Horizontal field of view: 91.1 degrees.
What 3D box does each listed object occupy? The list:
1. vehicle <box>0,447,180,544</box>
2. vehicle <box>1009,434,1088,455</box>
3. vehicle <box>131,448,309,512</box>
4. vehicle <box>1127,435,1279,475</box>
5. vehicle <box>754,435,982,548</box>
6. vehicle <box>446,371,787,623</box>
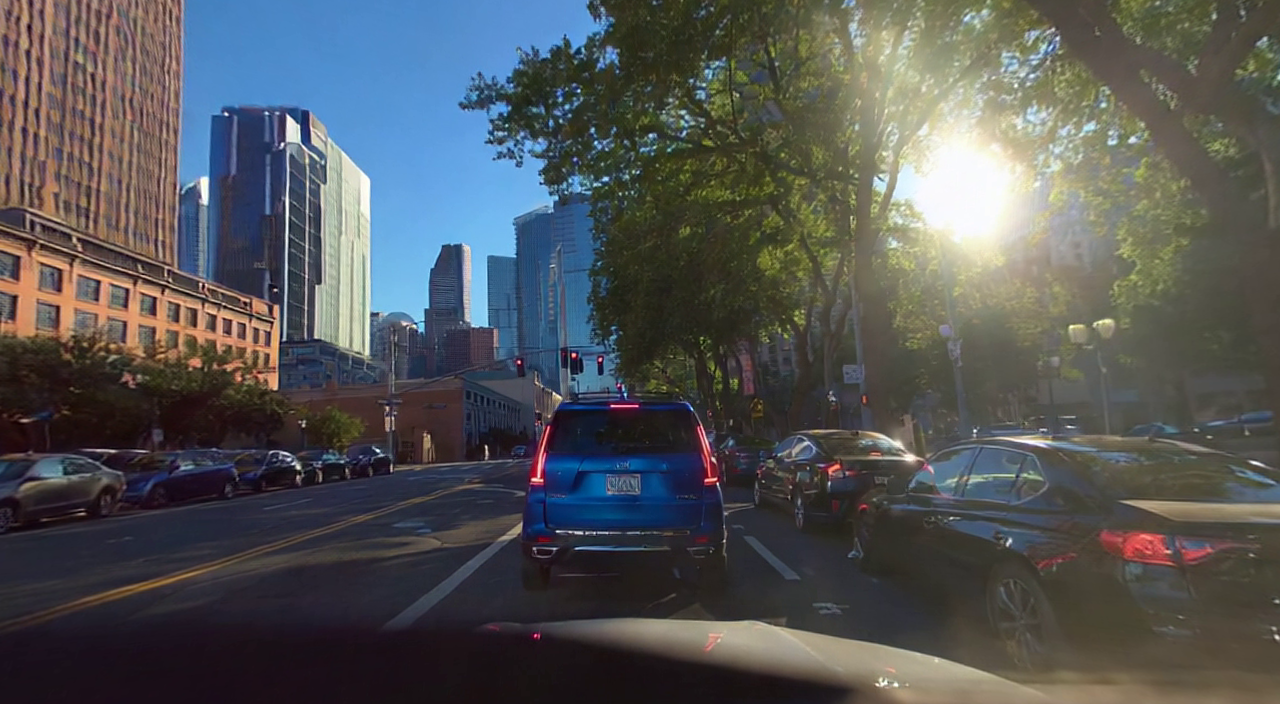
[{"bbox_3d":[-12.533,2.915,13.468,1.891,1.723,4.360,0,-8,1],"label":"vehicle"},{"bbox_3d":[31.305,7.098,48.149,5.224,1.515,2.164,3,-9,-18],"label":"vehicle"},{"bbox_3d":[-12.460,3.786,19.134,2.207,1.648,4.675,0,-8,-1],"label":"vehicle"},{"bbox_3d":[22.176,4.049,24.956,4.055,1.469,1.848,-4,-9,26],"label":"vehicle"},{"bbox_3d":[3.289,2.086,10.099,2.056,1.422,4.130,0,-8,-1],"label":"vehicle"},{"bbox_3d":[-0.163,1.361,6.773,2.453,1.816,4.300,0,-8,0],"label":"vehicle"}]
